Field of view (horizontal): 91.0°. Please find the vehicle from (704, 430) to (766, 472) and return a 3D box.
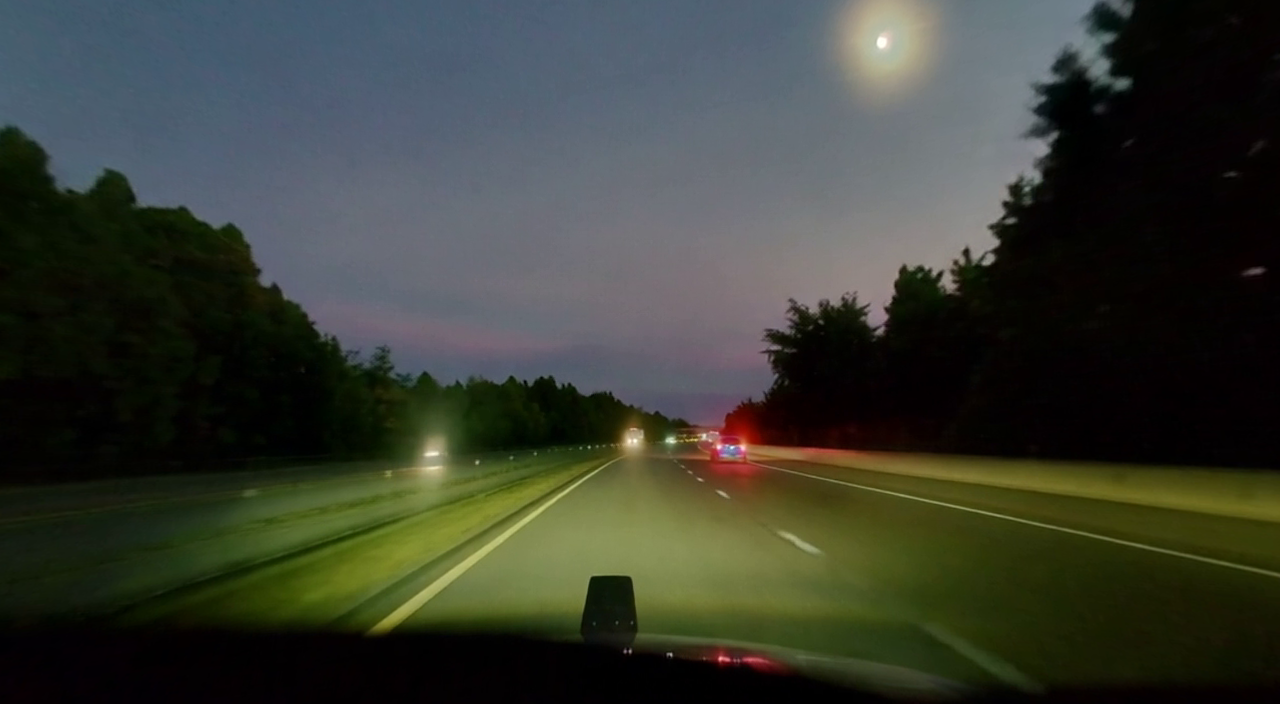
[{"bbox_3d":[4.076,4.300,27.634,2.022,1.663,4.245,0,-8,0],"label":"vehicle"}]
